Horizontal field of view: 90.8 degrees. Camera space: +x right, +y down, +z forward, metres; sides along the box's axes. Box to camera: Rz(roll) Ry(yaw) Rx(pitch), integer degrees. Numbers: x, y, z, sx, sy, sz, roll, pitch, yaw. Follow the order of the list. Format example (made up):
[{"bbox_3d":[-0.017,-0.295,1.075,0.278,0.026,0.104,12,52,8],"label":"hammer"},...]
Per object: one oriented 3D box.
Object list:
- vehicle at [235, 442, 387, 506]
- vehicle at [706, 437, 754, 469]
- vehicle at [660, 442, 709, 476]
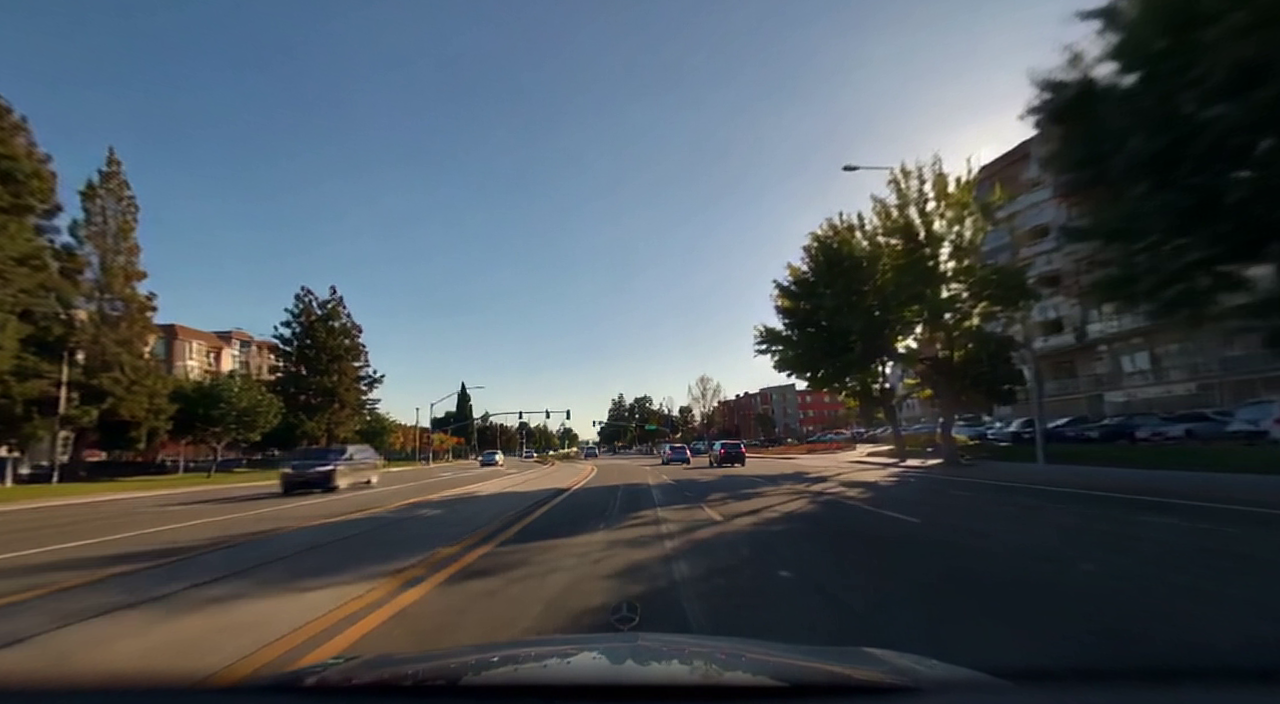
[{"bbox_3d":[-9.149,3.398,18.148,1.843,1.564,4.811,0,-9,-1],"label":"vehicle"},{"bbox_3d":[5.300,5.995,37.688,1.946,1.773,4.641,0,-9,-3],"label":"vehicle"},{"bbox_3d":[2.170,5.329,31.742,1.917,1.538,4.259,0,-9,-3],"label":"vehicle"}]
